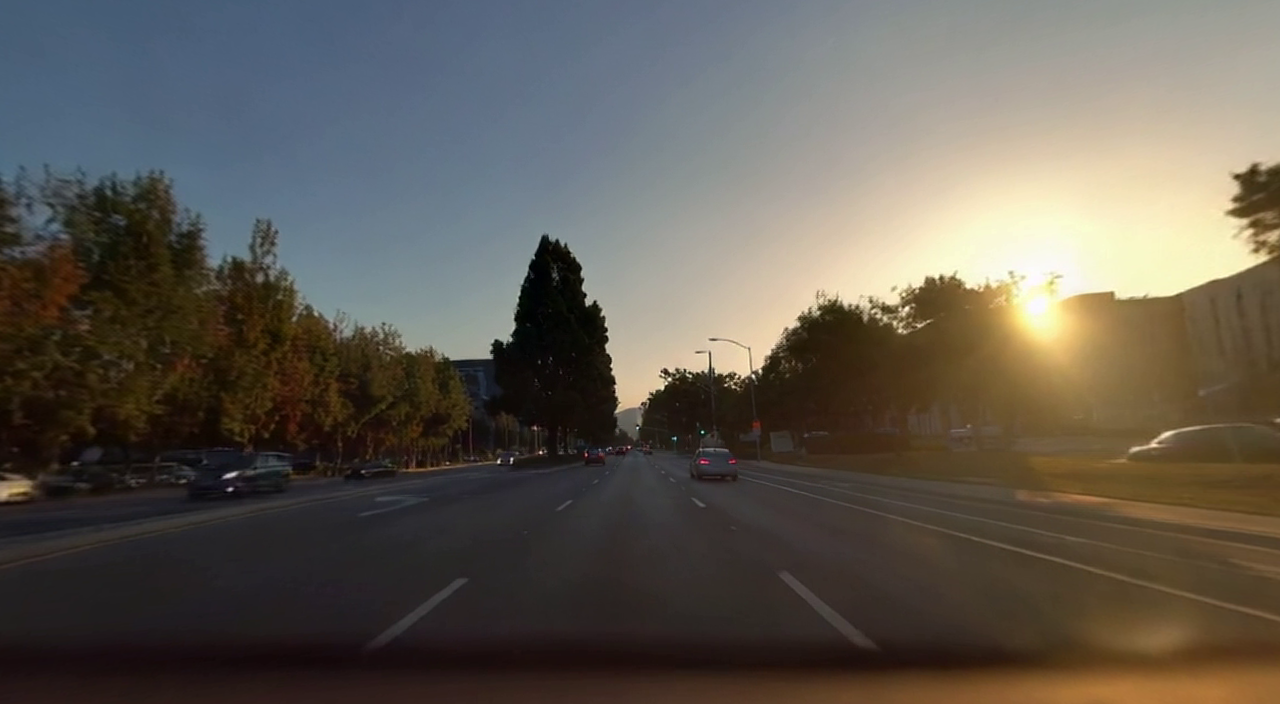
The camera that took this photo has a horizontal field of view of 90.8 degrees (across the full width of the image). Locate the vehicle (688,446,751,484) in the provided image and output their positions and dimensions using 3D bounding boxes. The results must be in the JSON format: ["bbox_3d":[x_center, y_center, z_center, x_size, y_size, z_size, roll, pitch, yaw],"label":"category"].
[{"bbox_3d":[3.266,4.735,26.812,1.966,1.449,4.290,0,-9,-2],"label":"vehicle"}]

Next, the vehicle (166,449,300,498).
[{"bbox_3d":[-15.952,4.741,25.162,2.093,1.709,4.952,0,-9,-1],"label":"vehicle"}]

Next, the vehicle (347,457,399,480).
[{"bbox_3d":[-19.309,8.391,45.858,1.876,1.506,4.231,0,-9,0],"label":"vehicle"}]
